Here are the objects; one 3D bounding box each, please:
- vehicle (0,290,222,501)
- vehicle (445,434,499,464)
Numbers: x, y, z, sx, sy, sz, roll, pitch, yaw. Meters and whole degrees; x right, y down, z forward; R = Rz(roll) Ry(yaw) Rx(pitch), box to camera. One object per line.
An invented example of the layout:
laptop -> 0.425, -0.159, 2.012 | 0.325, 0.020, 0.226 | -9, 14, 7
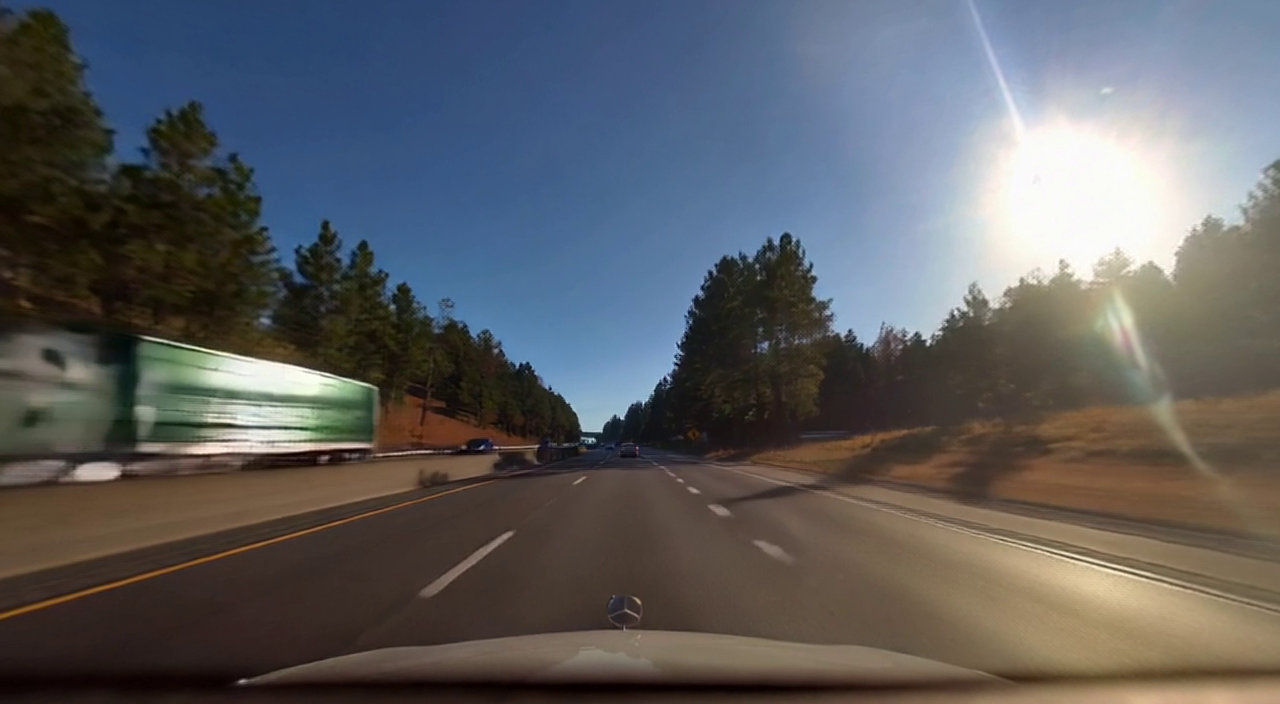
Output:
vehicle -> -13.731, 1.118, 13.992 | 3.016, 3.981, 8.399 | 0, -8, 0
vehicle -> -9.852, 5.760, 37.377 | 2.017, 1.646, 4.601 | 0, -8, -1
